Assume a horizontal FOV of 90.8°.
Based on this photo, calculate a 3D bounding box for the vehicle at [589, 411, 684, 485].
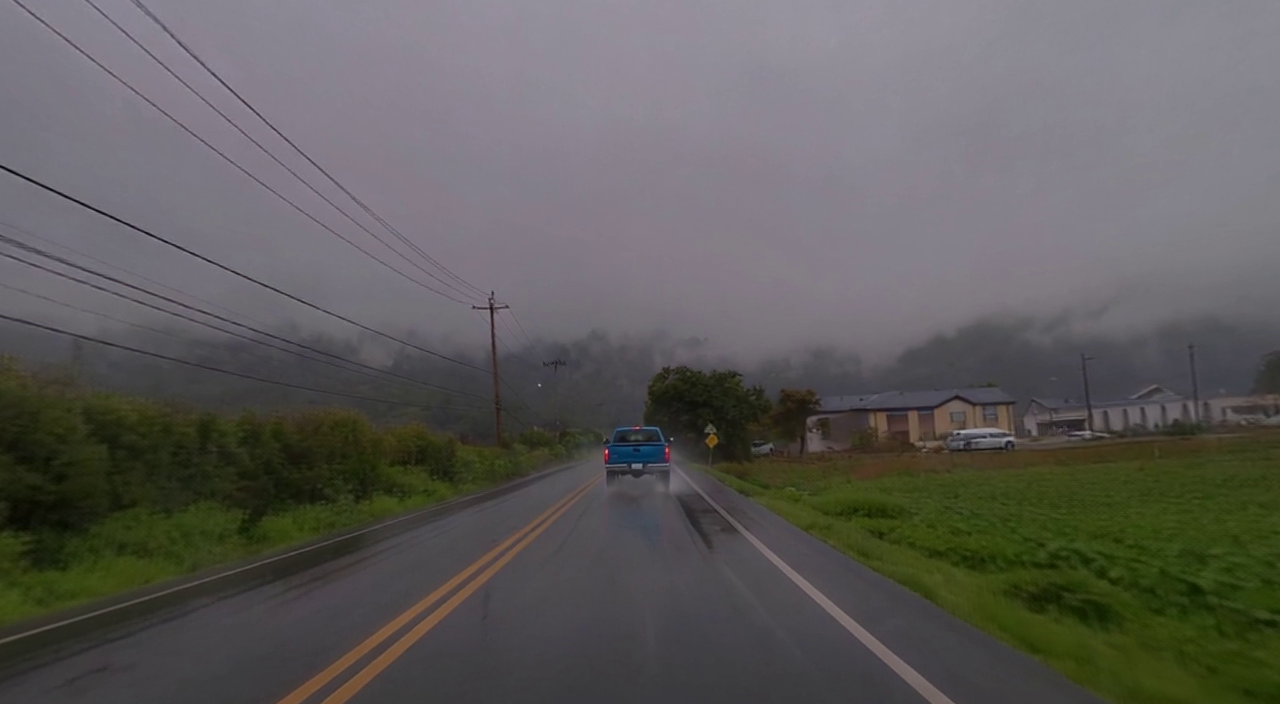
[{"bbox_3d":[-0.143,3.610,23.907,3.021,2.326,7.410,0,-8,-1],"label":"vehicle"}]
